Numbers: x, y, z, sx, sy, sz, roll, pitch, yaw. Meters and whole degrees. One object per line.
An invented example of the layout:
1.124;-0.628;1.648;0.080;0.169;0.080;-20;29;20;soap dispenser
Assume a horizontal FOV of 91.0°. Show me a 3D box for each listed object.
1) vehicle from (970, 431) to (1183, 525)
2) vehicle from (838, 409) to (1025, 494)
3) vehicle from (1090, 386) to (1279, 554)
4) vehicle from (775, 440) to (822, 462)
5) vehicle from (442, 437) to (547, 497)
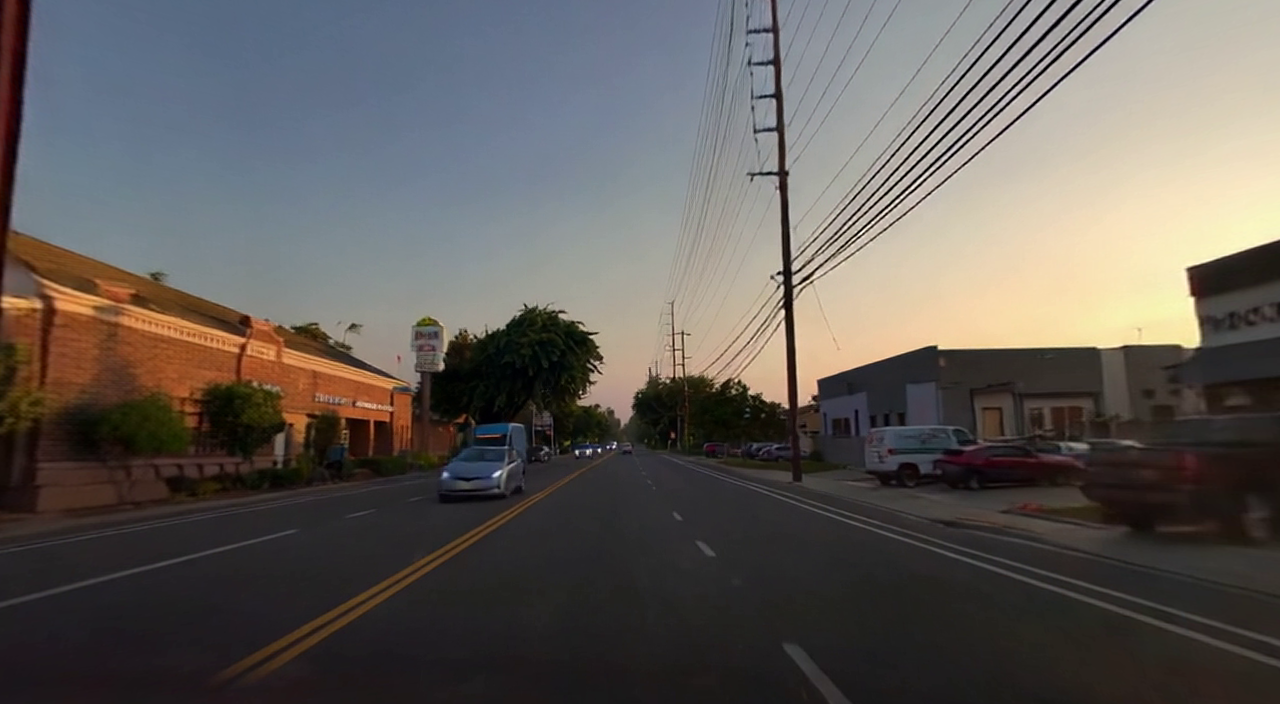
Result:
9.177;2.504;13.149;4.480;1.616;2.180;6;-10;-36;vehicle
9.484;3.135;20.204;6.532;2.291;2.575;6;-10;-37;vehicle
9.662;1.751;9.888;5.414;2.035;2.476;6;-10;-36;vehicle
11.679;7.298;46.656;2.143;1.518;4.893;0;-8;-1;vehicle
-4.180;3.368;18.852;1.998;1.562;4.433;0;-8;1;vehicle
